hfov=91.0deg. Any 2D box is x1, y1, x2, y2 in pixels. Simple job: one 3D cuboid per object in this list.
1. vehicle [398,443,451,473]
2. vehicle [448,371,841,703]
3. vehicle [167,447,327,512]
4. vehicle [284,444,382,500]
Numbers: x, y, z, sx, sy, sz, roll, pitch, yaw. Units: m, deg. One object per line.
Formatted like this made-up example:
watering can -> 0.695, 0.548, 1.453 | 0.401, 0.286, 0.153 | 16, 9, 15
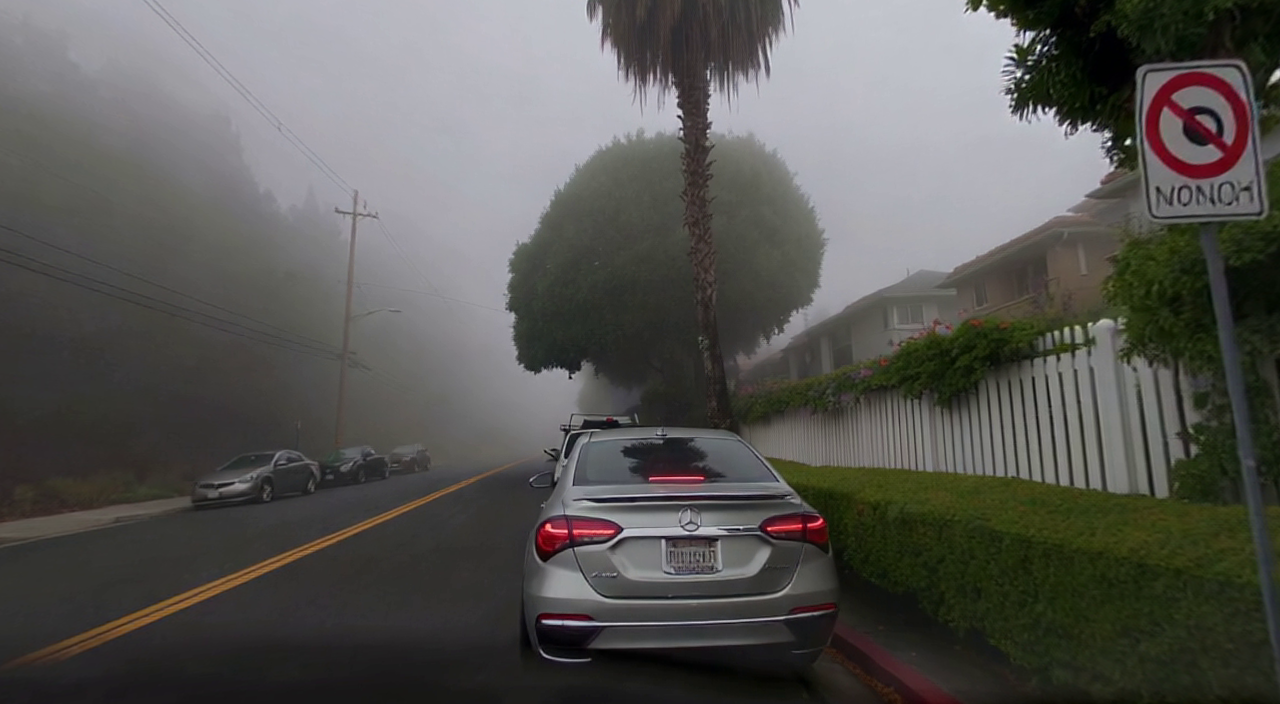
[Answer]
vehicle -> -13.148, 6.474, 38.702 | 2.060, 1.689, 4.999 | 1, -8, -7
vehicle -> -0.135, 1.223, 4.991 | 1.894, 1.695, 3.795 | 1, -8, -6
vehicle -> -11.387, 3.664, 18.787 | 2.017, 1.627, 5.039 | 1, -8, -7
vehicle -> -12.143, 4.721, 25.257 | 2.048, 1.485, 4.757 | -4, -4, -7
